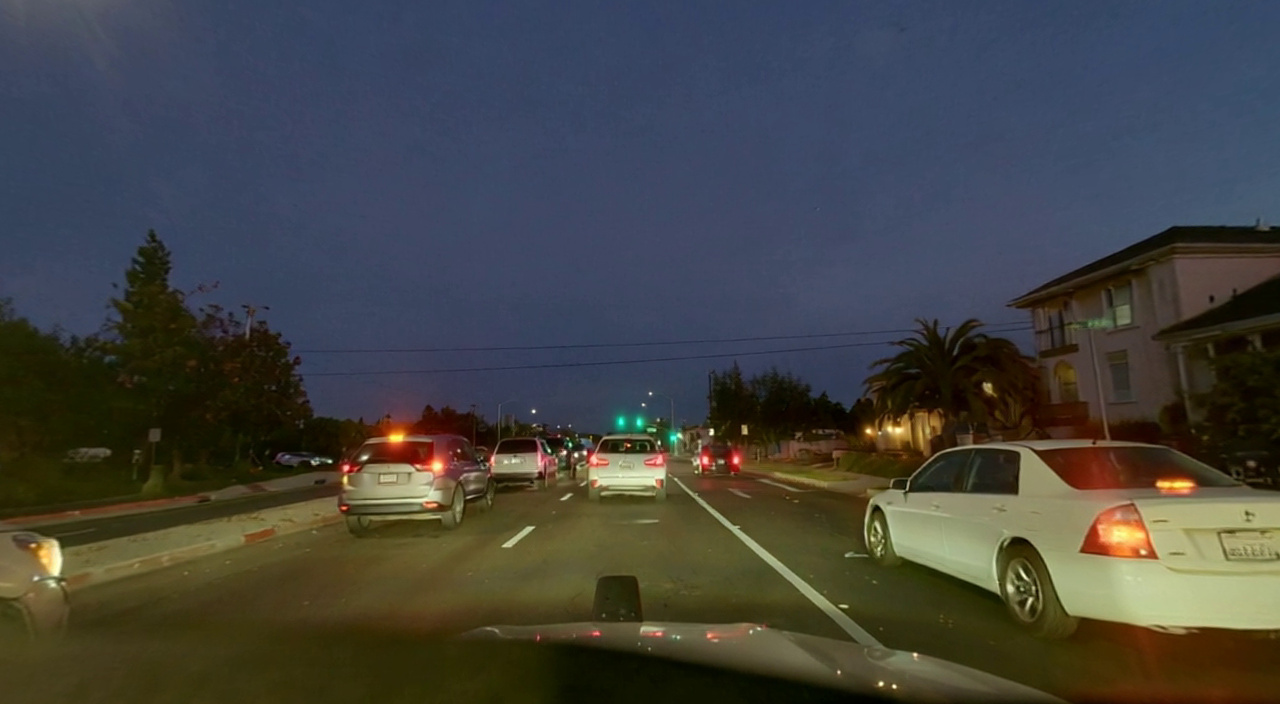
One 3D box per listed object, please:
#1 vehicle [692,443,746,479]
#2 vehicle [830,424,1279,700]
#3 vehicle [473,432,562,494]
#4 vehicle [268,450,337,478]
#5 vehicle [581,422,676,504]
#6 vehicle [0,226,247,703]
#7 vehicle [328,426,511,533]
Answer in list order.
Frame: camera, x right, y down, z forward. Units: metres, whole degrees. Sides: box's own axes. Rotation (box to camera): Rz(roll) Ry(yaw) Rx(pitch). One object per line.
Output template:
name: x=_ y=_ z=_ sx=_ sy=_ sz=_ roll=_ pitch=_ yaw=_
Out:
vehicle: x=3.498 y=4.888 z=28.637 sx=1.880 sy=1.476 sz=3.932 roll=0 pitch=-8 yaw=-1
vehicle: x=3.477 y=1.477 z=5.800 sx=1.977 sy=1.480 sz=4.589 roll=0 pitch=-8 yaw=-1
vehicle: x=-3.657 y=3.371 z=19.627 sx=1.932 sy=1.695 sz=4.150 roll=0 pitch=-8 yaw=0
vehicle: x=-22.354 y=7.404 z=42.048 sx=2.060 sy=1.643 sz=4.623 roll=0 pitch=-8 yaw=0
vehicle: x=-0.288 y=2.857 z=16.648 sx=2.164 sy=1.867 sz=4.254 roll=0 pitch=-8 yaw=-1
vehicle: x=-3.330 y=0.280 z=0.171 sx=2.354 sy=1.948 sz=6.355 roll=0 pitch=-8 yaw=0
vehicle: x=-3.719 y=2.210 z=11.599 sx=1.864 sy=1.576 sz=4.324 roll=0 pitch=-8 yaw=-1
